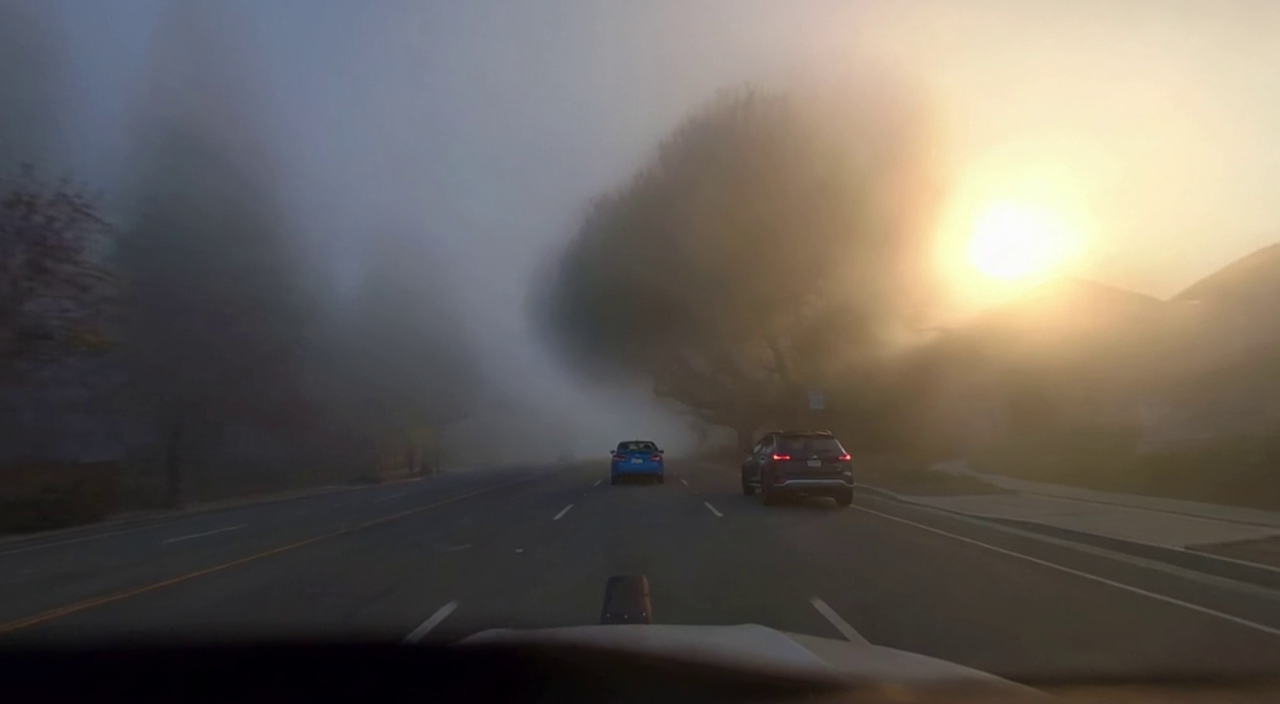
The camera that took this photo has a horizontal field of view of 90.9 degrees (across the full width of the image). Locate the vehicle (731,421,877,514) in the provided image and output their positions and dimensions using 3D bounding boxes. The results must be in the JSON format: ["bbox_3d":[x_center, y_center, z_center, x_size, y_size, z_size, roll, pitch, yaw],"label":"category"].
[{"bbox_3d":[3.422,2.524,14.176,2.024,1.711,4.512,0,-9,0],"label":"vehicle"}]

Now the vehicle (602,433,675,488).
[{"bbox_3d":[-0.036,3.626,21.317,2.200,1.653,4.127,0,-9,0],"label":"vehicle"}]

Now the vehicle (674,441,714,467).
[{"bbox_3d":[3.335,6.395,39.621,2.099,1.463,4.130,0,-9,-1],"label":"vehicle"}]
